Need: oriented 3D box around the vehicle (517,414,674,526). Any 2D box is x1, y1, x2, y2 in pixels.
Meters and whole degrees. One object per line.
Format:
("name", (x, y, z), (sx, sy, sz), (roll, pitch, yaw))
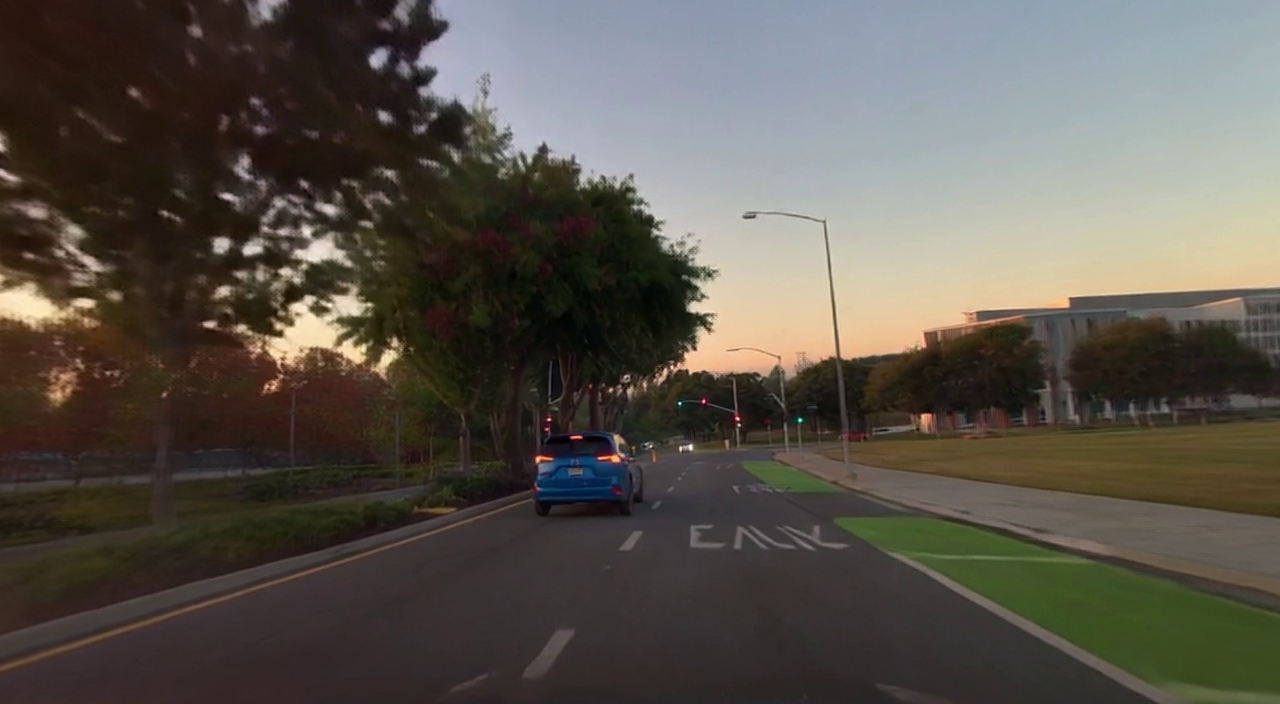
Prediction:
("vehicle", (-0.651, 2.327, 12.851), (2.339, 1.790, 4.629), (-3, -9, 6))
